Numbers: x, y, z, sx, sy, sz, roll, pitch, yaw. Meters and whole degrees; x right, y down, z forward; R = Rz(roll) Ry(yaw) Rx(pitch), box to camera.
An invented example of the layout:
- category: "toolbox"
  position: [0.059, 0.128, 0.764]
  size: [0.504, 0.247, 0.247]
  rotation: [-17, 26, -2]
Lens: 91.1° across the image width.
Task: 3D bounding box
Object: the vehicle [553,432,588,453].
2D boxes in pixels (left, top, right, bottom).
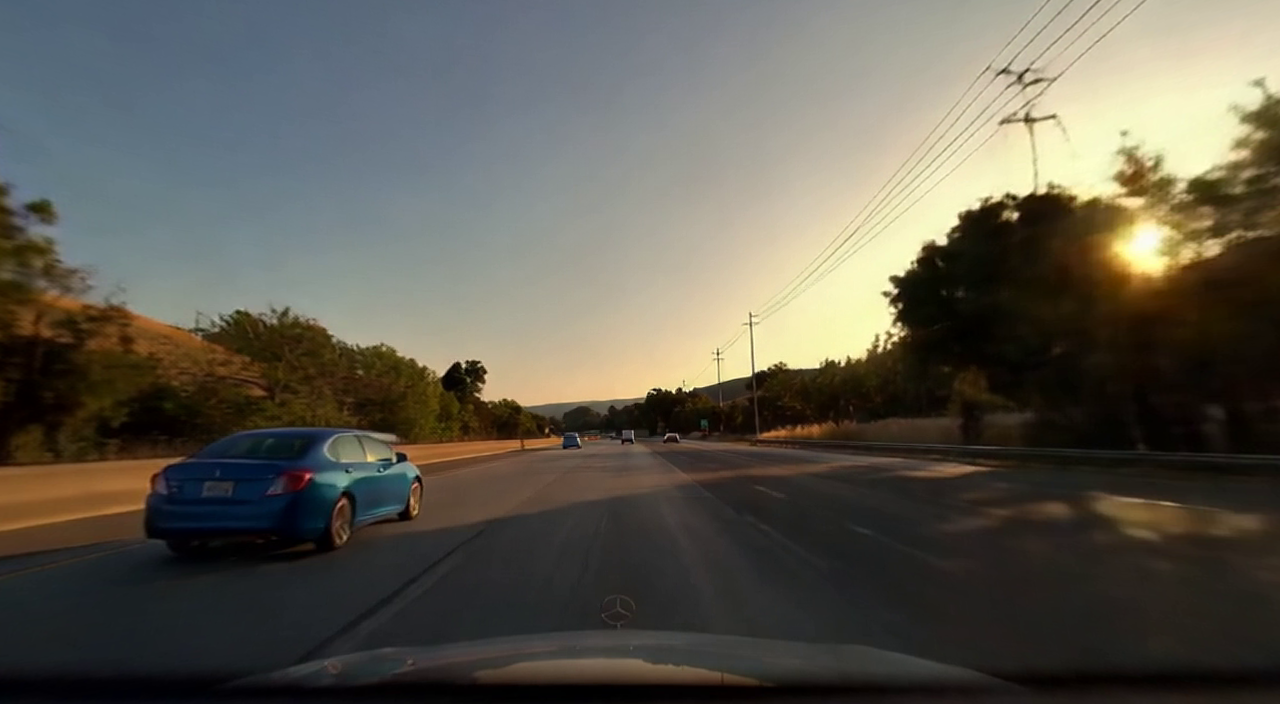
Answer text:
- category: "vehicle"
  position: [-5.060, 6.674, 46.456]
  size: [2.080, 1.478, 4.347]
  rotation: [0, -8, 0]

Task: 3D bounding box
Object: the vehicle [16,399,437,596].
- category: "vehicle"
  position: [-4.050, 1.463, 7.294]
  size: [2.023, 1.580, 4.259]
  rotation: [0, -8, -1]
